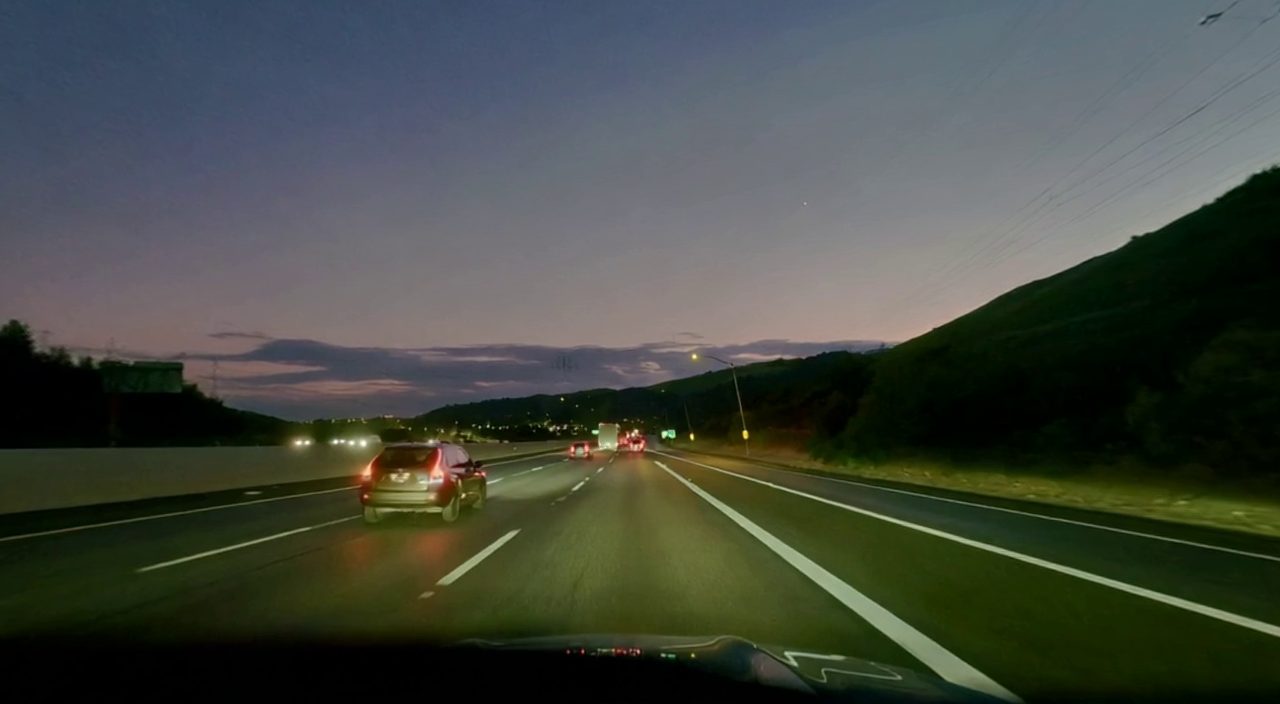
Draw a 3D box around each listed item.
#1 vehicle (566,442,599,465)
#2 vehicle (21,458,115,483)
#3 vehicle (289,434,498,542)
[{"bbox_3d":[-4.060,7.245,45.111,2.038,1.533,4.103,0,-9,-1],"label":"vehicle"},{"bbox_3d":[-38.674,8.002,42.911,1.941,1.510,4.790,0,-9,-1],"label":"vehicle"},{"bbox_3d":[-4.051,2.295,11.368,1.963,1.533,4.477,0,-9,0],"label":"vehicle"}]
